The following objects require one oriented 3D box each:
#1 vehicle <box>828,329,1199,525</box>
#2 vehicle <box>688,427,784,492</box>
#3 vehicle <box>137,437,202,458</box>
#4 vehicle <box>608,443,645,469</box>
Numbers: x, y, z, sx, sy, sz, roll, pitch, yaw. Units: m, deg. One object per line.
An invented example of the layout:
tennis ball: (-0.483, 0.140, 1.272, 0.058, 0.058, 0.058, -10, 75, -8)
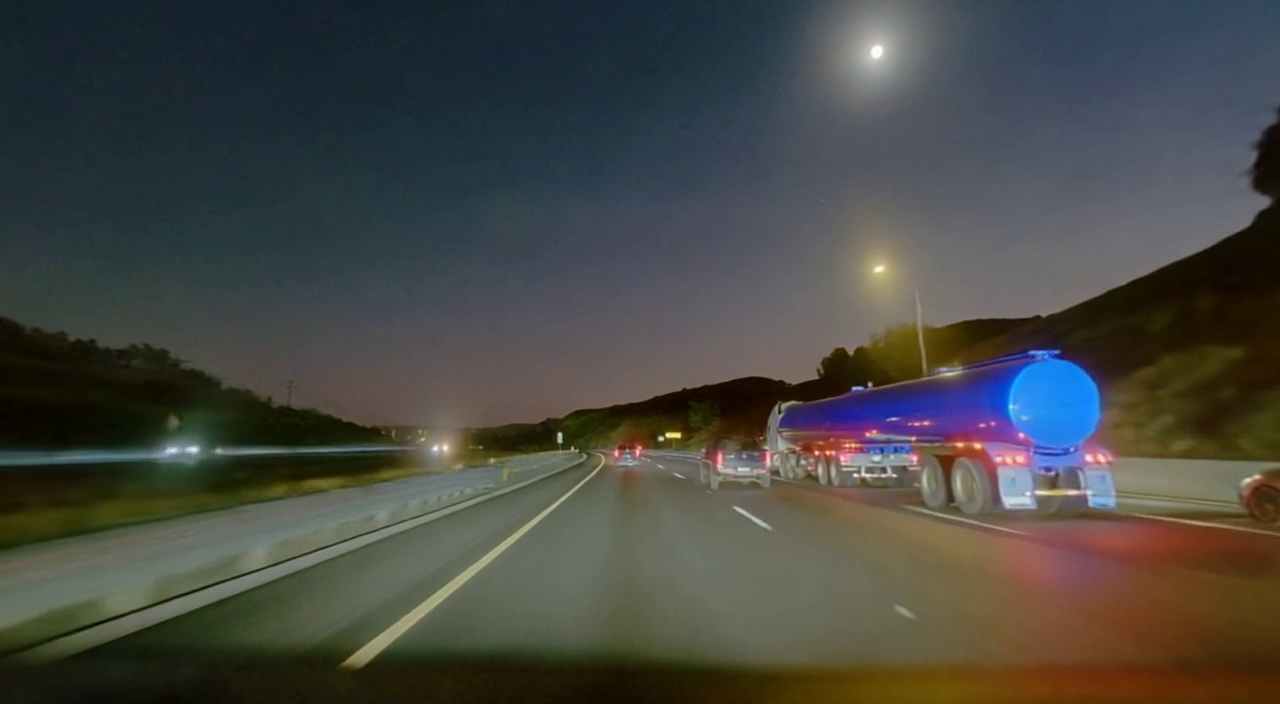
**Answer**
vehicle: (7.552, 1.933, 15.341, 2.805, 3.212, 9.978, 0, -9, -1)
vehicle: (2.862, 3.350, 19.989, 2.098, 1.794, 4.561, 0, -9, -3)
vehicle: (-36.271, 7.389, 48.842, 1.733, 1.482, 4.491, 1, -9, -3)
vehicle: (-0.861, 6.157, 37.580, 2.083, 1.477, 3.965, 0, -9, -2)
